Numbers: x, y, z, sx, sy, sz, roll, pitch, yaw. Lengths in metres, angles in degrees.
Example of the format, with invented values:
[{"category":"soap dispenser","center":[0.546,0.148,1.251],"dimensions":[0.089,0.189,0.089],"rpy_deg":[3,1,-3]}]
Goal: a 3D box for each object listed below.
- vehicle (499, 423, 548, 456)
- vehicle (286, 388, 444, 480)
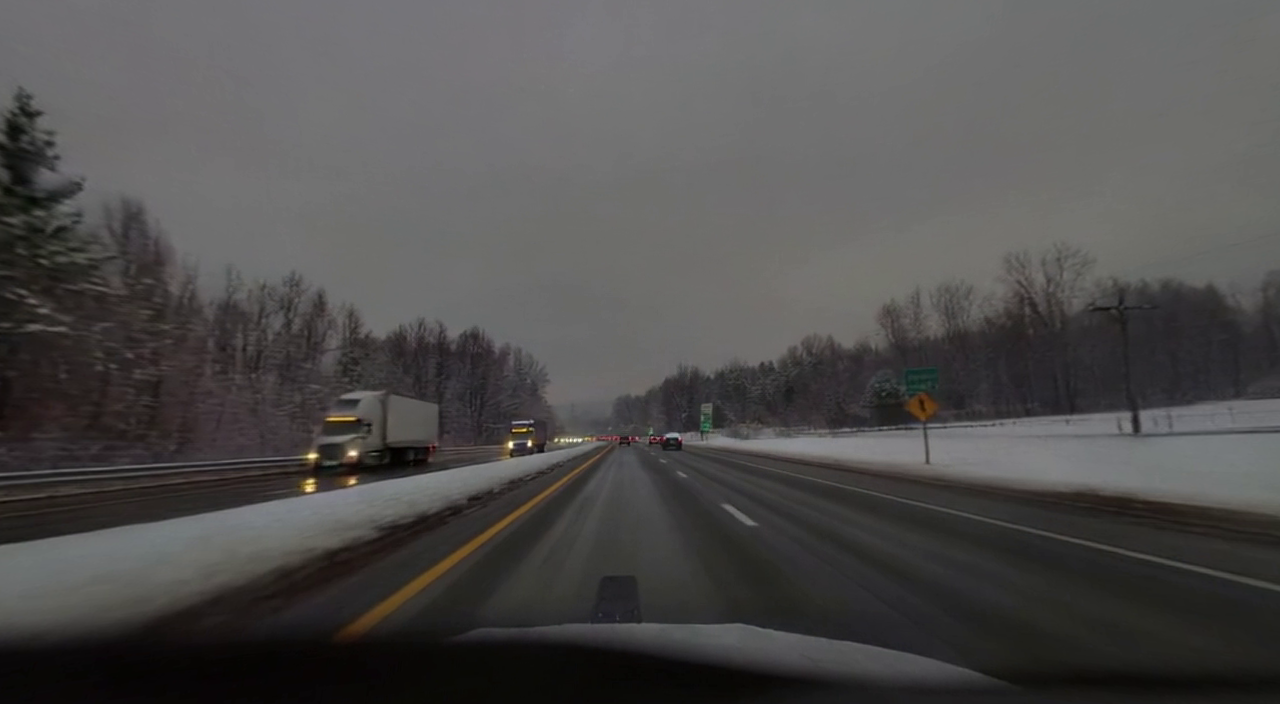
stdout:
[{"category":"vehicle","center":[-8.843,6.706,48.291],"dimensions":[2.548,2.313,6.373],"rpy_deg":[0,-8,0]},{"category":"vehicle","center":[-12.635,3.996,30.477],"dimensions":[2.957,3.662,10.534],"rpy_deg":[0,-8,-1]}]
